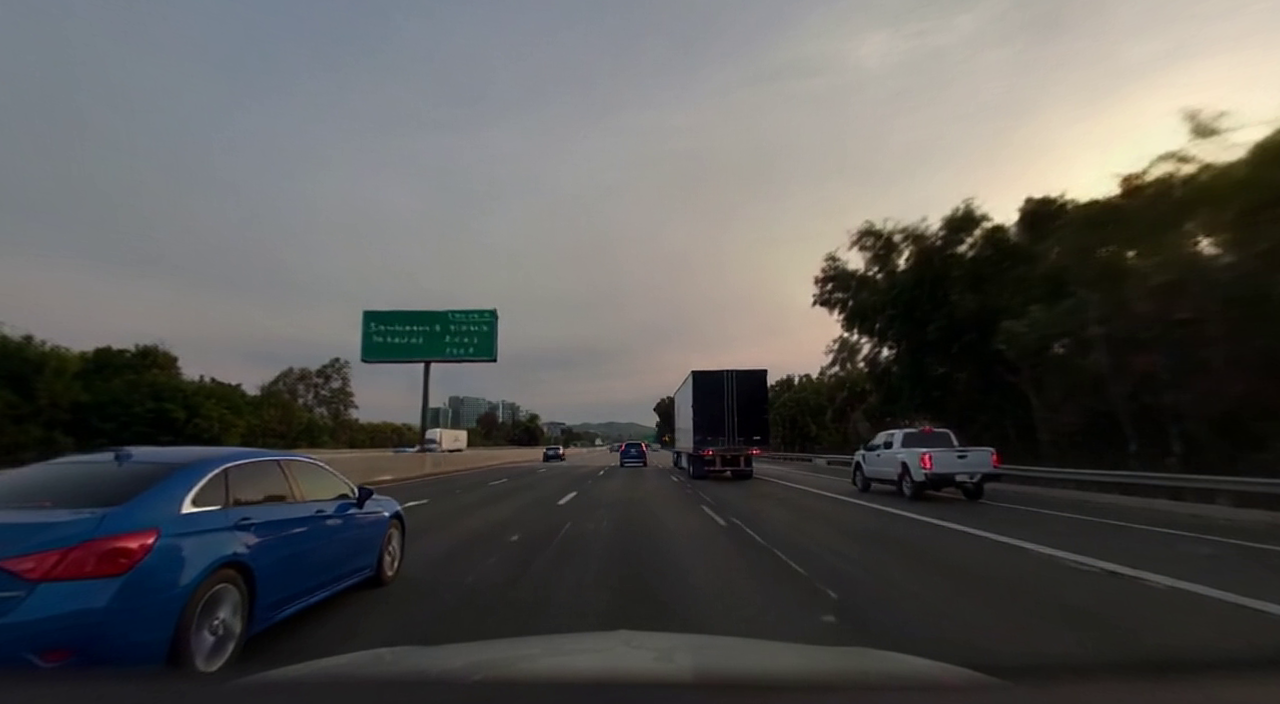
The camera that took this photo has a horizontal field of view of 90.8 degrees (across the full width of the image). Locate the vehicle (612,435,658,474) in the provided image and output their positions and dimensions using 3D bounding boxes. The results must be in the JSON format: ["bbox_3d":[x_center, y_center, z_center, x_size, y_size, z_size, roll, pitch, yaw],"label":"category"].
[{"bbox_3d":[-0.279,5.263,32.535,2.203,1.805,4.358,0,-9,-1],"label":"vehicle"}]

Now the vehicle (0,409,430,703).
[{"bbox_3d":[-3.109,1.222,4.167,1.864,1.406,4.544,0,-9,0],"label":"vehicle"}]

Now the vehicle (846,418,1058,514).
[{"bbox_3d":[6.834,2.594,14.793,2.106,1.795,5.489,0,-9,0],"label":"vehicle"}]

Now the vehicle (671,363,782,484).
[{"bbox_3d":[3.282,3.568,28.991,2.876,4.086,15.117,0,-9,0],"label":"vehicle"}]
